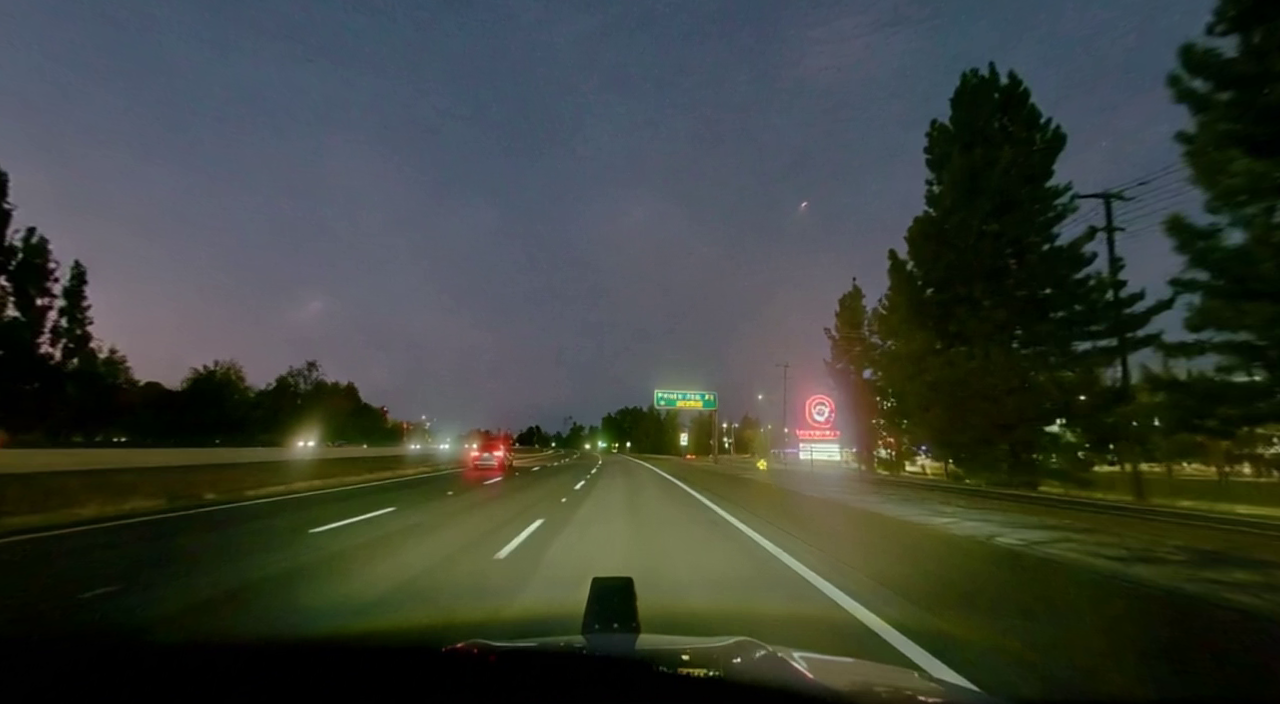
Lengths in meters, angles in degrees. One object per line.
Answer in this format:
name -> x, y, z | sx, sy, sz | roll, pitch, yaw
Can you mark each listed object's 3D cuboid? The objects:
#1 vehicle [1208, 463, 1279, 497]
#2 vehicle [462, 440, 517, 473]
vehicle -> 40.521, 8.218, 40.643 | 2.161, 1.950, 5.677 | 1, -9, -8
vehicle -> -8.263, 5.766, 35.056 | 2.053, 1.682, 4.423 | 0, -8, -1
